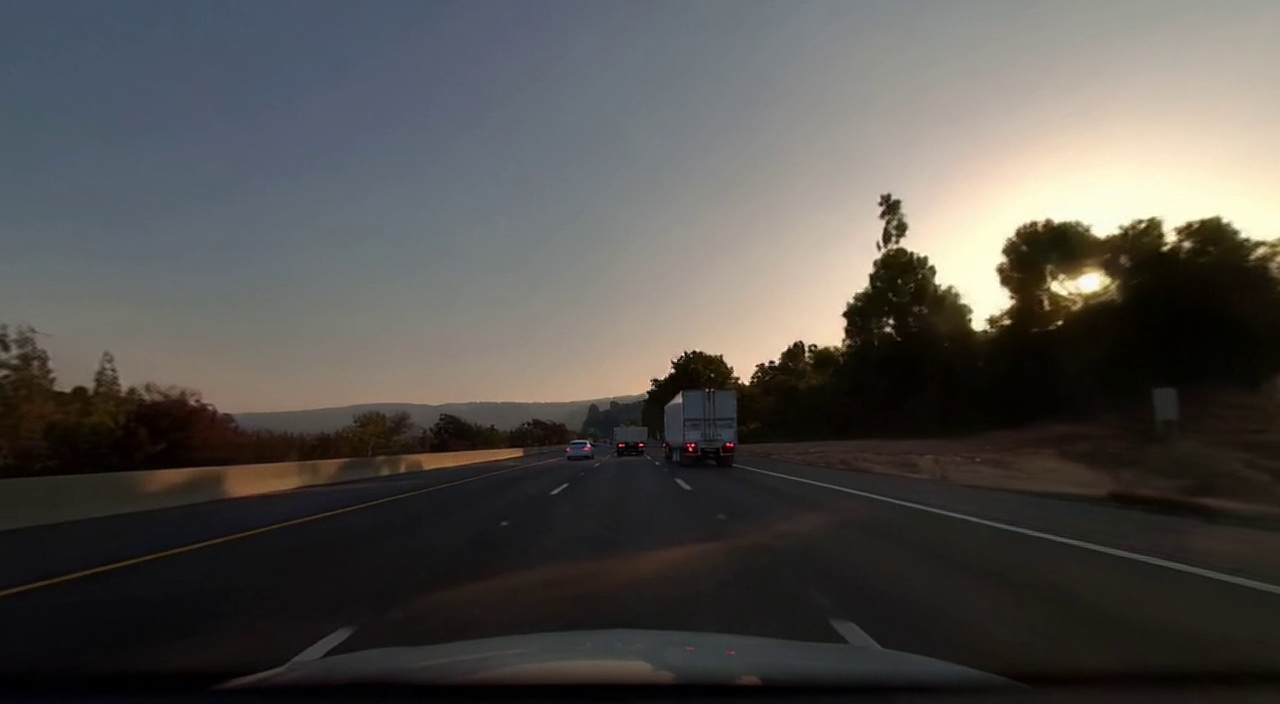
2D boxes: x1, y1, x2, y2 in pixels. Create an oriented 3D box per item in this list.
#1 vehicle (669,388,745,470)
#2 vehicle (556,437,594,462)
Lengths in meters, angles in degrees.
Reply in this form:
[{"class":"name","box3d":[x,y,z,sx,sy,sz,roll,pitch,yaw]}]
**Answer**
[{"class":"vehicle","box3d":[3.540,4.548,36.346,2.997,3.983,10.860,1,-8,-1]},{"class":"vehicle","box3d":[-4.216,6.391,41.324,2.111,1.536,4.270,0,-8,0]}]
